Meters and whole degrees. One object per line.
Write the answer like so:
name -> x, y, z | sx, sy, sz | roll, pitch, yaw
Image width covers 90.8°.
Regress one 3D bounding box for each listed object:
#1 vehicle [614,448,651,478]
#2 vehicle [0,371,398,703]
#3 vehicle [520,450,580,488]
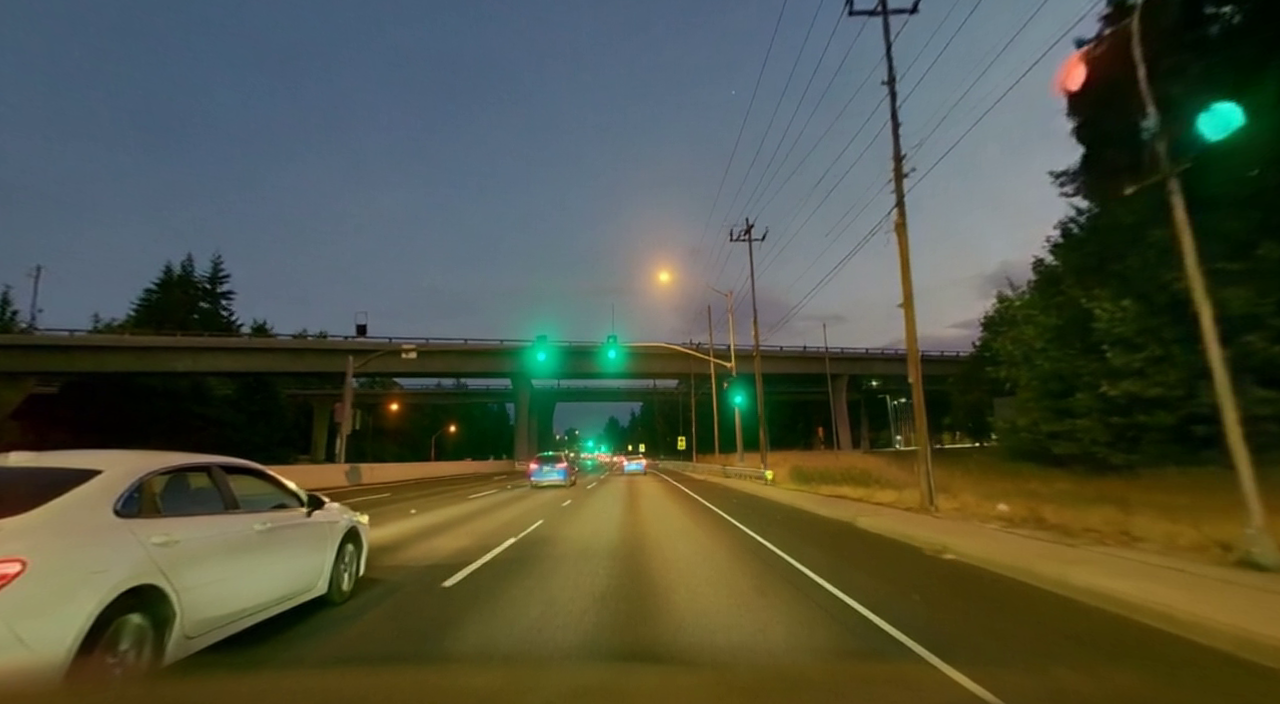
vehicle -> -0.443, 6.328, 36.221 | 1.985, 1.565, 3.968 | 0, -8, -1
vehicle -> -3.504, 1.200, 4.402 | 1.925, 1.666, 4.271 | 0, -8, 0
vehicle -> -3.778, 4.976, 27.167 | 1.946, 1.437, 4.154 | 0, -8, 0
